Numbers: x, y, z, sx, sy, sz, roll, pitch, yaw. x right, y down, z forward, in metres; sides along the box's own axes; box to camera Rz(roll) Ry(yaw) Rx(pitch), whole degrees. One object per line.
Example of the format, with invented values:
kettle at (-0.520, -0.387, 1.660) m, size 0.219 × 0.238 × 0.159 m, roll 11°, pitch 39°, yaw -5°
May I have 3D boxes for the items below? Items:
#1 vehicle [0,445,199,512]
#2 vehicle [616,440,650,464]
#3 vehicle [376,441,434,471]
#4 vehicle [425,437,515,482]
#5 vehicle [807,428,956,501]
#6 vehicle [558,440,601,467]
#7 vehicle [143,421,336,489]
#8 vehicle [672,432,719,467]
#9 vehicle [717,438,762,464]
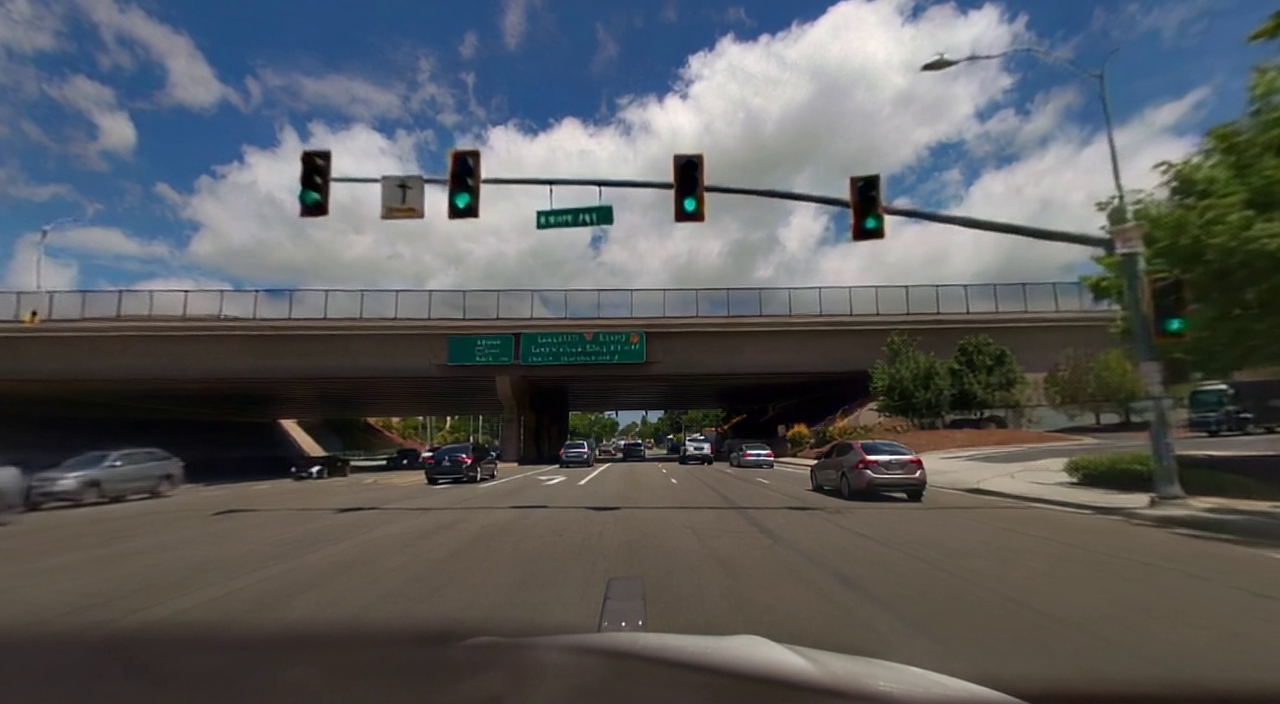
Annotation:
vehicle at (-15.264, 3.484, 17.912) m, size 1.975 × 1.648 × 4.545 m, roll 0°, pitch -8°, yaw 0°
vehicle at (-0.451, 6.367, 40.138) m, size 2.026 × 1.453 × 3.780 m, roll 0°, pitch -8°, yaw -1°
vehicle at (-15.418, 6.836, 41.469) m, size 2.127 × 1.830 × 4.554 m, roll 0°, pitch -8°, yaw -1°
vehicle at (-6.058, 3.883, 22.973) m, size 2.070 × 1.488 × 4.376 m, roll 0°, pitch -8°, yaw 0°
vehicle at (6.101, 2.893, 16.562) m, size 2.056 × 1.624 × 4.498 m, roll 0°, pitch -8°, yaw -1°
vehicle at (-3.394, 5.806, 36.041) m, size 2.041 × 1.466 × 4.212 m, roll 0°, pitch -8°, yaw 0°
vehicle at (-19.224, 5.053, 31.346) m, size 3.019 × 2.822 × 10.028 m, roll 0°, pitch -8°, yaw 0°
vehicle at (2.929, 5.236, 33.866) m, size 2.034 × 1.762 × 4.420 m, roll 0°, pitch -8°, yaw -1°
vehicle at (6.076, 6.131, 38.951) m, size 1.924 × 1.527 × 4.268 m, roll 0°, pitch -8°, yaw -2°
